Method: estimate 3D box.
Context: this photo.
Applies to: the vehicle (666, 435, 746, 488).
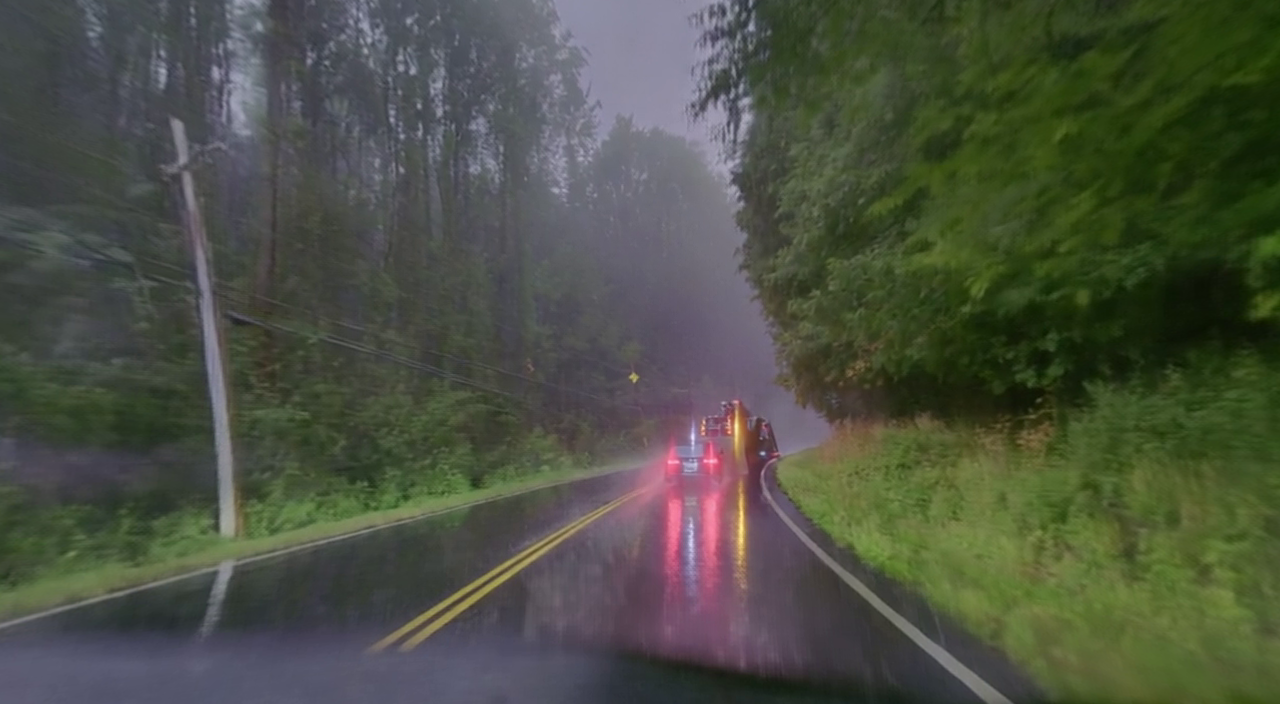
[{"bbox_3d":[2.133,3.401,19.857,2.196,1.465,4.294,-1,-8,8],"label":"vehicle"}]
